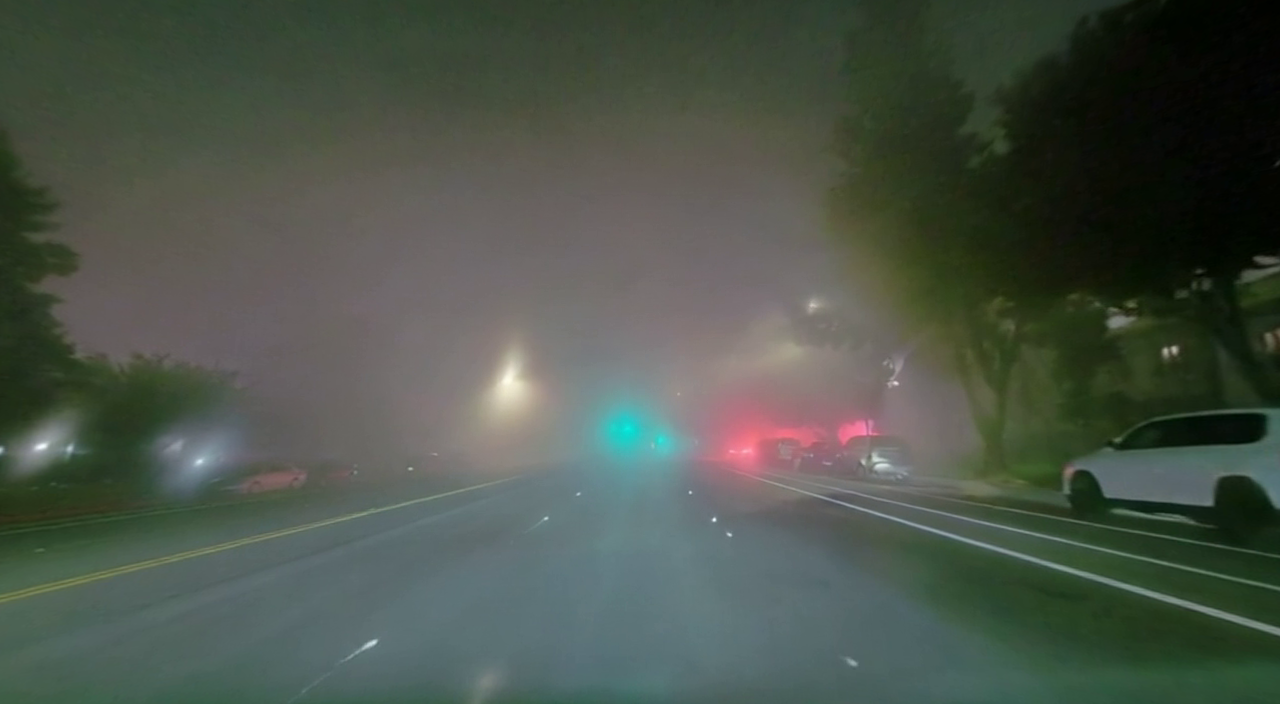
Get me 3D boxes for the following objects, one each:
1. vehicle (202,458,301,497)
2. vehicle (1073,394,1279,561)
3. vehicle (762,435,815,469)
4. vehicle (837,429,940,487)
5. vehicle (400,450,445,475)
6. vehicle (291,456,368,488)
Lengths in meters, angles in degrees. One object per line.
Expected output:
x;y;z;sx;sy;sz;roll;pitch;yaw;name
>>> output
-17.260;5.554;28.291;1.879;1.494;4.227;-1;-9;-3;vehicle
9.131;1.719;8.824;2.215;2.068;5.493;0;-9;0;vehicle
9.994;6.830;42.978;2.115;2.151;5.826;0;-9;-1;vehicle
9.816;4.240;25.511;2.169;2.043;5.484;-1;-9;3;vehicle
-16.667;8.451;48.500;1.913;1.744;4.478;-1;-9;-2;vehicle
-16.783;6.475;34.343;1.868;1.470;4.652;-1;-9;0;vehicle
